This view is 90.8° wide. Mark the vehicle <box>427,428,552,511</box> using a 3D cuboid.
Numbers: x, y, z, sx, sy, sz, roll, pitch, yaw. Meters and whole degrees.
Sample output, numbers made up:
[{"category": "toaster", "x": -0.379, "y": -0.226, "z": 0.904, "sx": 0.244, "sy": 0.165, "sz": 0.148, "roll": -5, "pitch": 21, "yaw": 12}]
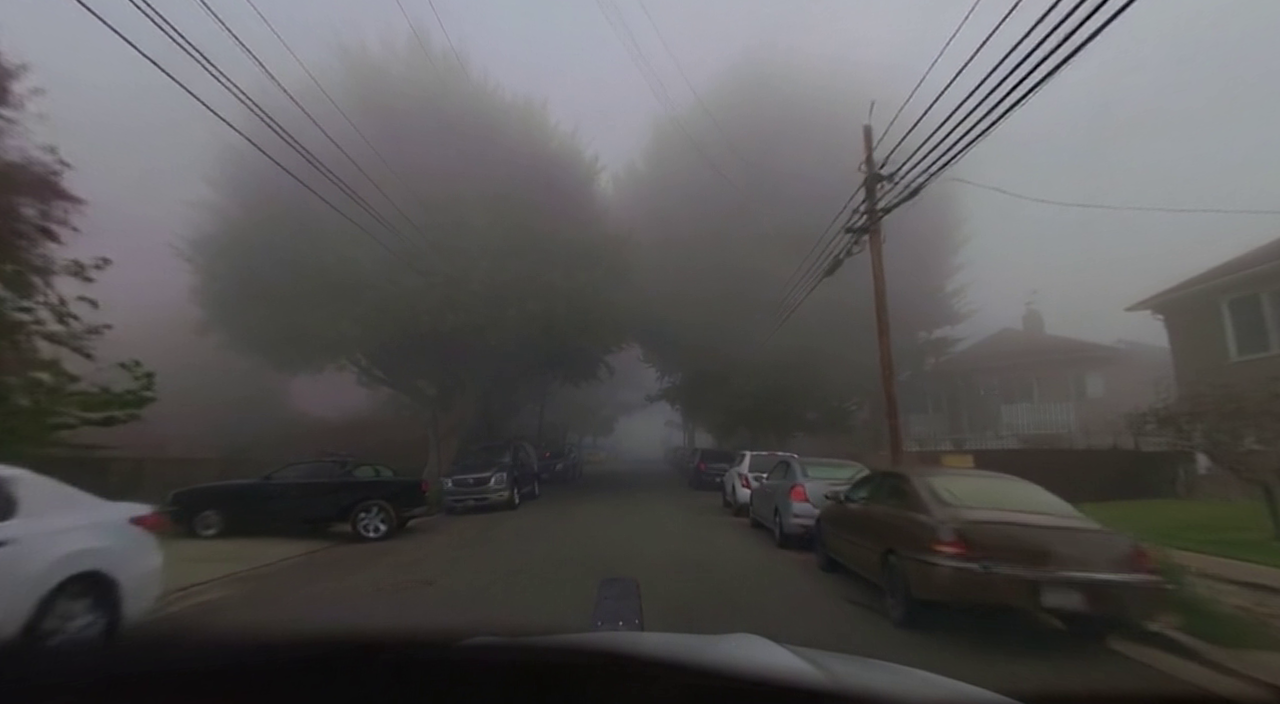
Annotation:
[{"category": "vehicle", "x": -3.974, "y": 3.198, "z": 17.779, "sx": 2.280, "sy": 1.953, "sz": 5.092, "roll": 0, "pitch": -8, "yaw": 0}]

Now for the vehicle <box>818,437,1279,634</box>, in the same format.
[{"category": "vehicle", "x": 4.234, "y": 1.576, "z": 5.999, "sx": 4.471, "sy": 1.493, "sz": 1.886, "roll": 0, "pitch": -8, "yaw": -2}]

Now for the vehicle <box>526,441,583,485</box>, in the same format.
[{"category": "vehicle", "x": -3.776, "y": 4.959, "z": 28.674, "sx": 2.014, "sy": 1.780, "sz": 4.757, "roll": 0, "pitch": -8, "yaw": -1}]

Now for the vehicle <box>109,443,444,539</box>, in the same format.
[{"category": "vehicle", "x": -6.265, "y": 2.432, "z": 11.449, "sx": 4.816, "sy": 1.519, "sz": 1.920, "roll": 0, "pitch": -8, "yaw": -4}]

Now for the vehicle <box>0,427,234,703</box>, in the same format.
[{"category": "vehicle", "x": -4.129, "y": 1.058, "z": 2.443, "sx": 1.988, "sy": 1.541, "sz": 4.686, "roll": 0, "pitch": -8, "yaw": 0}]
